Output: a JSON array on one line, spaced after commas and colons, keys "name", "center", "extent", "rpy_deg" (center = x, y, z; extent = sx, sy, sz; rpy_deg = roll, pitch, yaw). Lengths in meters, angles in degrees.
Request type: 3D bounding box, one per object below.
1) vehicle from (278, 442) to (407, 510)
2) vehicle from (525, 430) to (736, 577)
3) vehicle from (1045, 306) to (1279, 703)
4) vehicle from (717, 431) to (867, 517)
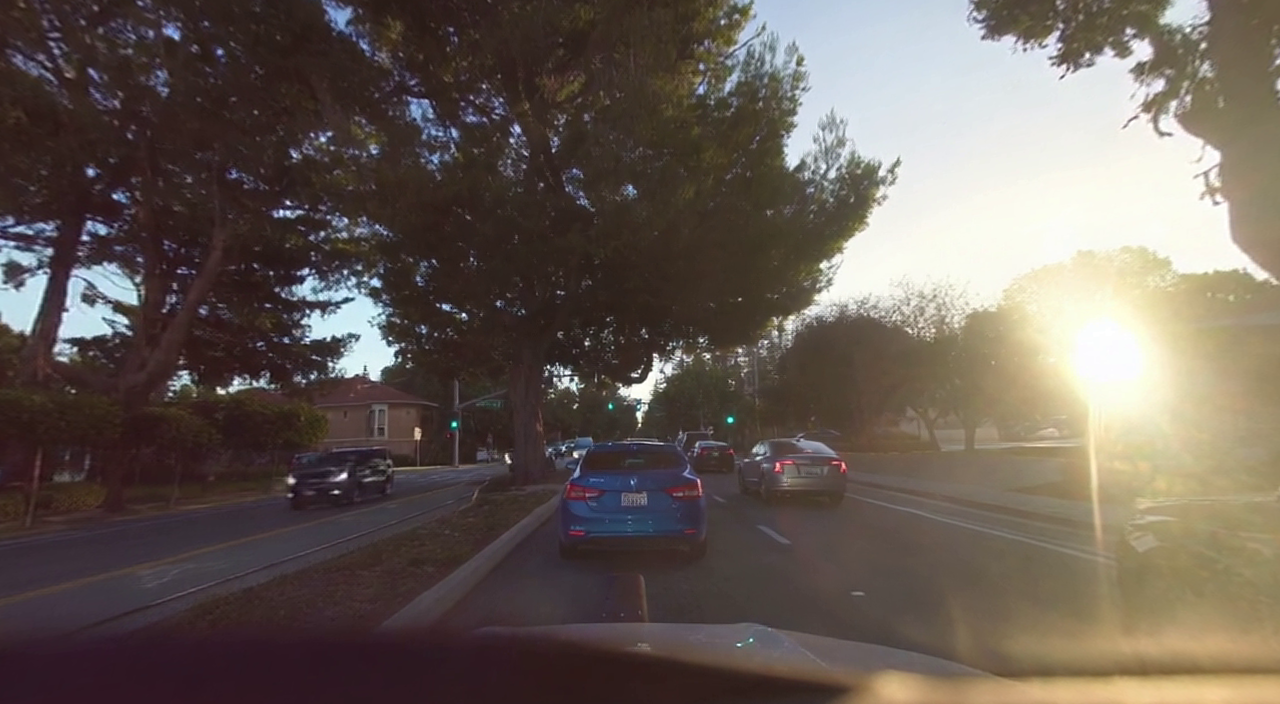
[{"name": "vehicle", "center": [-8.636, 3.583, 18.816], "extent": [1.996, 1.680, 4.203], "rpy_deg": [-2, -8, -3]}, {"name": "vehicle", "center": [-0.132, 1.885, 8.710], "extent": [2.186, 1.500, 4.141], "rpy_deg": [0, -8, -1]}, {"name": "vehicle", "center": [3.382, 0.581, 1.403], "extent": [2.006, 1.766, 4.345], "rpy_deg": [0, -8, -1]}, {"name": "vehicle", "center": [2.984, 2.510, 13.555], "extent": [1.971, 1.517, 4.521], "rpy_deg": [0, -8, -1]}]
